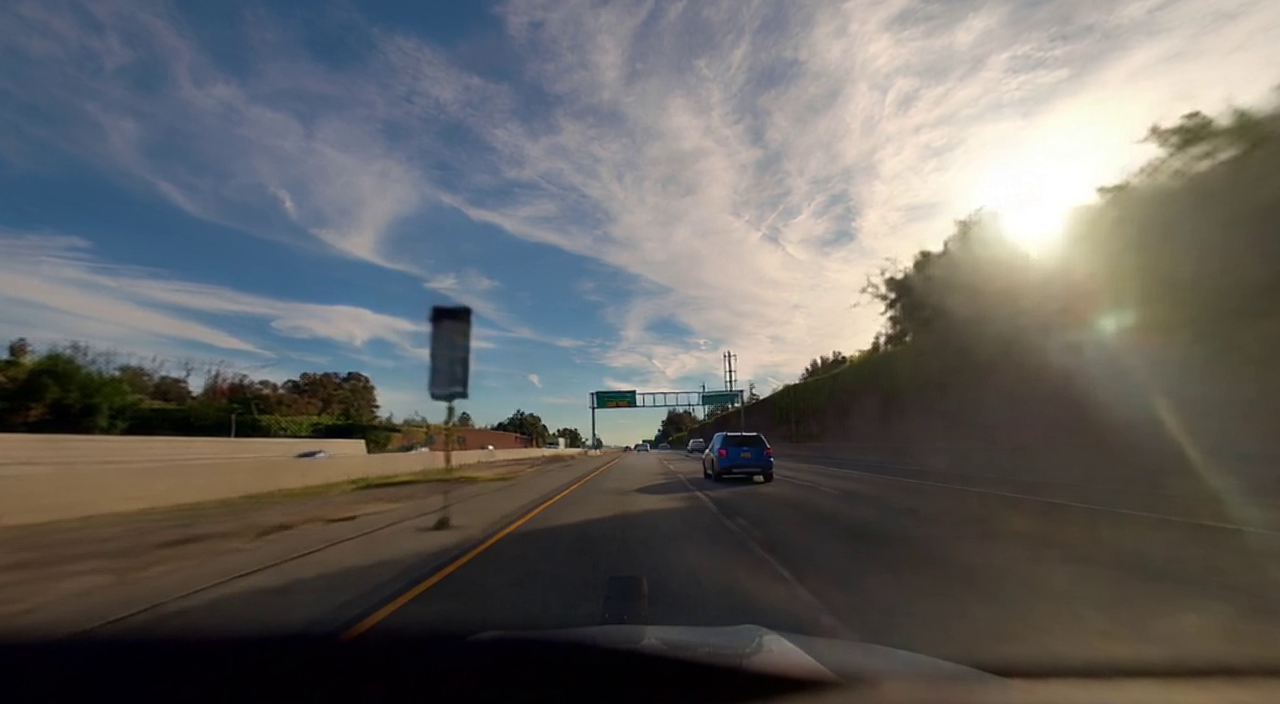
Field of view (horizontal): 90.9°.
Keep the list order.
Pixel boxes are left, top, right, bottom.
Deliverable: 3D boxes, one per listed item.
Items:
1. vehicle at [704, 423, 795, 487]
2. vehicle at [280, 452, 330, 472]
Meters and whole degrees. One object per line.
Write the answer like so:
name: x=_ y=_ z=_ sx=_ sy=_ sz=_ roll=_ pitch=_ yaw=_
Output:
vehicle: x=3.416 y=3.323 z=20.621 sx=2.120 sy=1.832 sz=4.287 roll=0 pitch=-8 yaw=-1
vehicle: x=-24.967 y=8.176 z=47.091 sx=1.906 sy=1.324 sz=3.264 roll=0 pitch=-8 yaw=0
